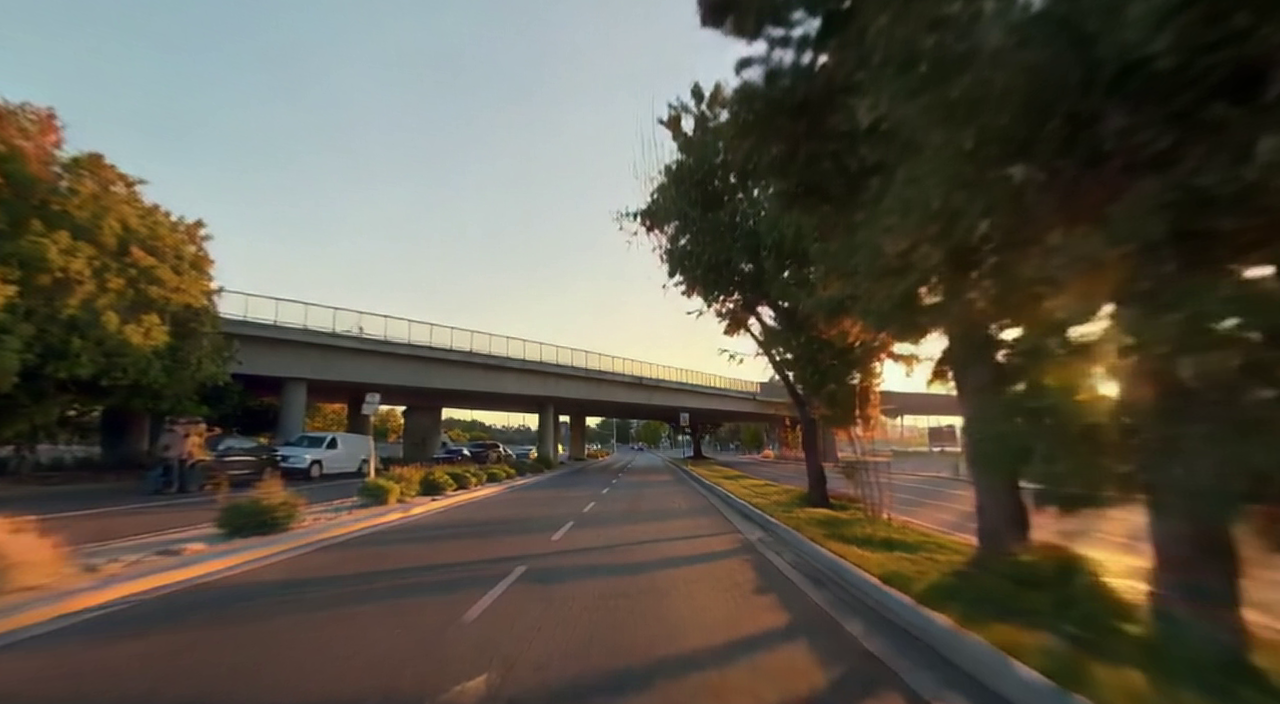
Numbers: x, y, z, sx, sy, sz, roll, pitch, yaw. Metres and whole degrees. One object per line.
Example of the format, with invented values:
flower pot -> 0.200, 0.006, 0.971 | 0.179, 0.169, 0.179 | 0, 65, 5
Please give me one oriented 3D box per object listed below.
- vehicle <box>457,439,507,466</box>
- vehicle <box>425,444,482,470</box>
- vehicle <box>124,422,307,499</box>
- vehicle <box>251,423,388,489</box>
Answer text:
vehicle -> -12.169, 7.758, 48.949 | 2.064, 1.809, 5.545 | 3, -8, 3
vehicle -> -12.600, 7.110, 43.015 | 2.156, 1.489, 4.758 | 5, -8, 2
vehicle -> -13.073, 3.393, 20.051 | 2.136, 2.016, 5.354 | 2, -9, -2
vehicle -> -13.094, 4.310, 26.534 | 2.307, 2.349, 6.335 | 2, -8, 1
